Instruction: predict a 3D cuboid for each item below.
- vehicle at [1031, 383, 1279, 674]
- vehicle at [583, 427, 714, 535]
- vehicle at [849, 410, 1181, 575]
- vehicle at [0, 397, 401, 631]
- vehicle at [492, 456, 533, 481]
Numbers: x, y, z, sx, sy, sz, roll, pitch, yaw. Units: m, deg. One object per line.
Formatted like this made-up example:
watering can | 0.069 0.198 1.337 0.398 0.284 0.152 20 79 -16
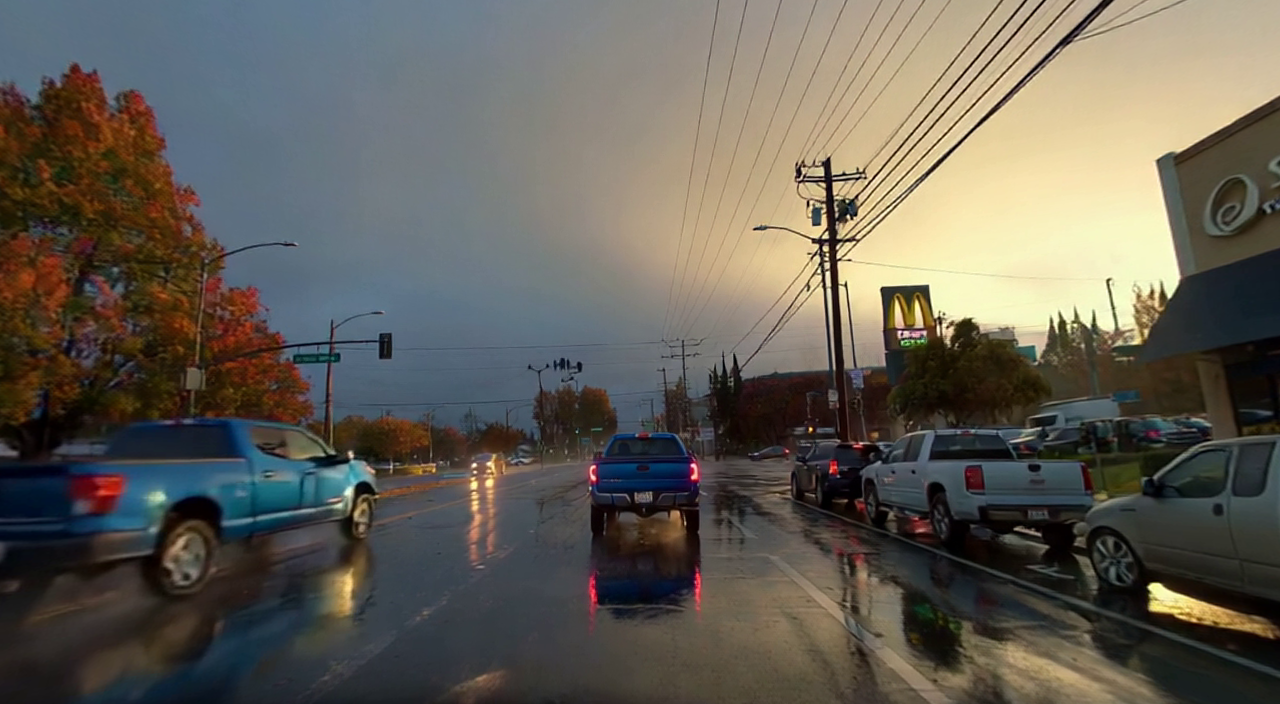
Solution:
vehicle | 4.906 1.089 3.892 2.014 1.755 4.520 0 -9 0
vehicle | 0.153 2.421 12.453 2.089 1.699 4.650 0 -9 0
vehicle | 4.933 1.911 9.408 2.007 1.786 4.870 0 -9 1
vehicle | -5.168 1.622 7.495 2.140 1.768 5.092 -1 -9 7
vehicle | -9.048 8.288 45.079 1.968 1.654 4.292 0 -9 1
